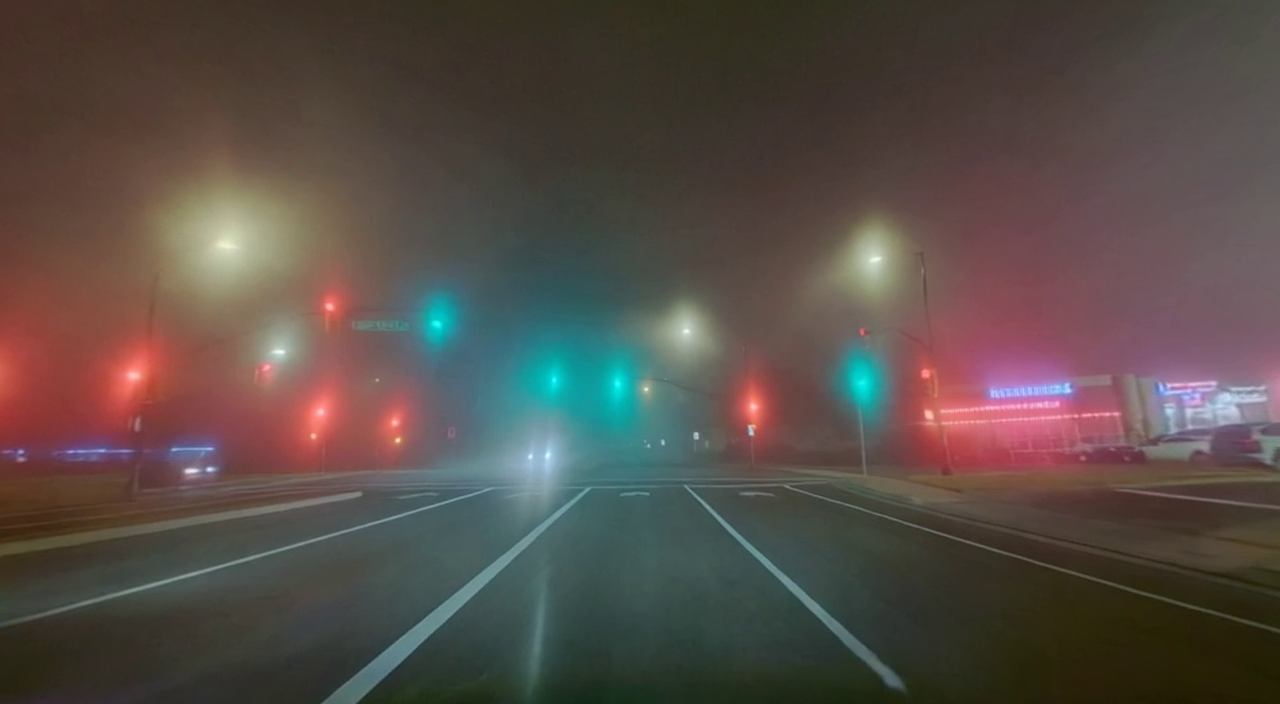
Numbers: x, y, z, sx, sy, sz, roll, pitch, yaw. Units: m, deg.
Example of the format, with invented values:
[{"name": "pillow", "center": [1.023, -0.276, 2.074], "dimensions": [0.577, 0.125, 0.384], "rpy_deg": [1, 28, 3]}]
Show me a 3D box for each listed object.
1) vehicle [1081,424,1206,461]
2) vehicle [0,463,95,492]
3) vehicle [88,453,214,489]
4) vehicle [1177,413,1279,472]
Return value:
[{"name": "vehicle", "center": [22.621, 4.101, 28.496], "dimensions": [4.022, 1.579, 1.826], "rpy_deg": [-1, -8, 1]}, {"name": "vehicle", "center": [-34.457, 7.237, 36.340], "dimensions": [4.741, 1.416, 1.803], "rpy_deg": [-4, -12, 5]}, {"name": "vehicle", "center": [-25.161, 6.118, 32.638], "dimensions": [4.727, 1.719, 2.095], "rpy_deg": [-1, -9, 1]}, {"name": "vehicle", "center": [18.707, 2.644, 18.458], "dimensions": [1.879, 1.643, 4.484], "rpy_deg": [0, -8, -3]}]
